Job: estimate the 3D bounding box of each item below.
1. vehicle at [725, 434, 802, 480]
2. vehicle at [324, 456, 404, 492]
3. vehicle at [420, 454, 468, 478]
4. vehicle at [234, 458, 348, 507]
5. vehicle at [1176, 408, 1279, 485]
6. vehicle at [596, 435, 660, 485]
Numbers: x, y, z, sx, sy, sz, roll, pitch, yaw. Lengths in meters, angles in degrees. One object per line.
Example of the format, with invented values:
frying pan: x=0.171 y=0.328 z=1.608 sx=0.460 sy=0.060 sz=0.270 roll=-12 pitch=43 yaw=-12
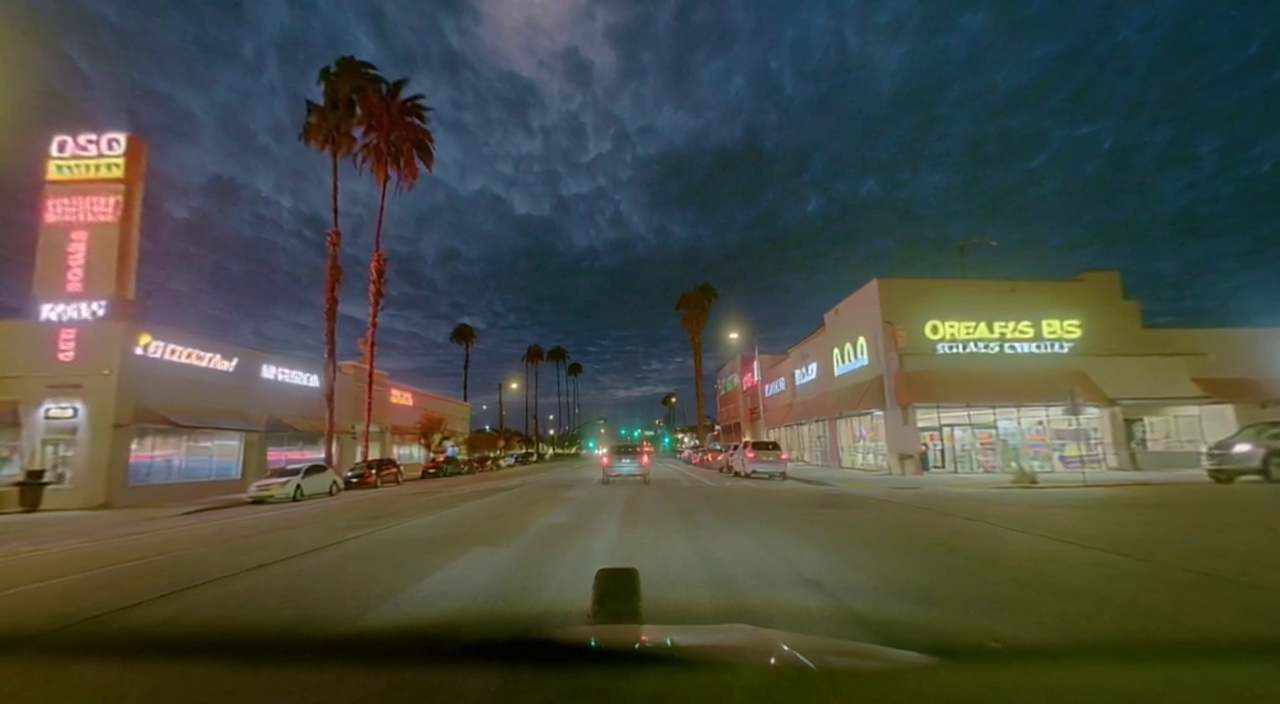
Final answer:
vehicle: x=5.605 y=4.894 z=29.537 sx=2.430 sy=1.924 sz=5.779 roll=0 pitch=-9 yaw=0
vehicle: x=-13.336 y=5.886 z=30.743 sx=1.968 sy=1.472 sz=4.345 roll=-2 pitch=-9 yaw=0
vehicle: x=-13.292 y=7.730 z=42.959 sx=1.840 sy=1.521 sz=4.450 roll=0 pitch=-9 yaw=1
vehicle: x=-13.201 y=4.926 z=24.173 sx=1.881 sy=1.484 sz=4.565 roll=-4 pitch=-9 yaw=-1
vehicle: x=19.061 y=2.656 z=18.063 sx=5.096 sy=2.029 sz=2.324 roll=-2 pitch=-9 yaw=0
vehicle: x=-0.440 y=4.120 z=24.276 sx=2.239 sy=1.763 sz=4.096 roll=0 pitch=-9 yaw=0
